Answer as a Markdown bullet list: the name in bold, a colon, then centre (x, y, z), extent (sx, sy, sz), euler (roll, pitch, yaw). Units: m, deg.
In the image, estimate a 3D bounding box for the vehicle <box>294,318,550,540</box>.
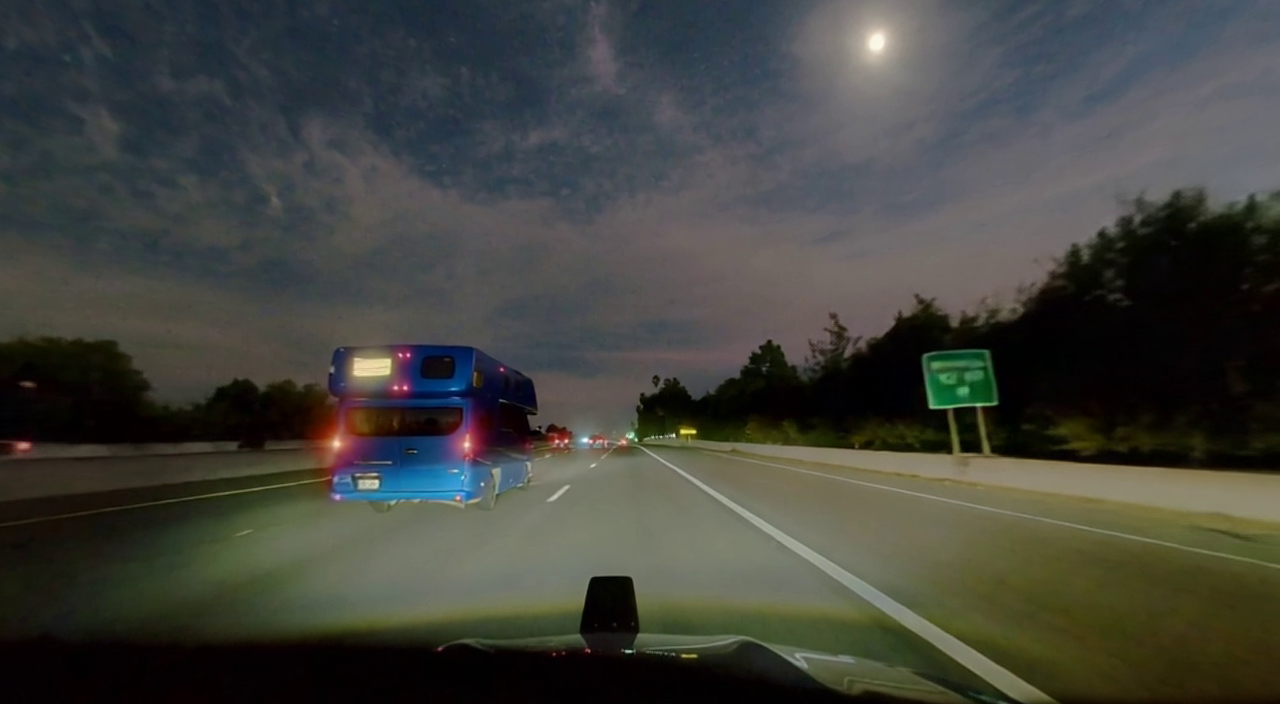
- **vehicle**: centre (-3.823, 1.580, 13.234), extent (2.676, 3.269, 7.388), euler (-2, -7, 1)
